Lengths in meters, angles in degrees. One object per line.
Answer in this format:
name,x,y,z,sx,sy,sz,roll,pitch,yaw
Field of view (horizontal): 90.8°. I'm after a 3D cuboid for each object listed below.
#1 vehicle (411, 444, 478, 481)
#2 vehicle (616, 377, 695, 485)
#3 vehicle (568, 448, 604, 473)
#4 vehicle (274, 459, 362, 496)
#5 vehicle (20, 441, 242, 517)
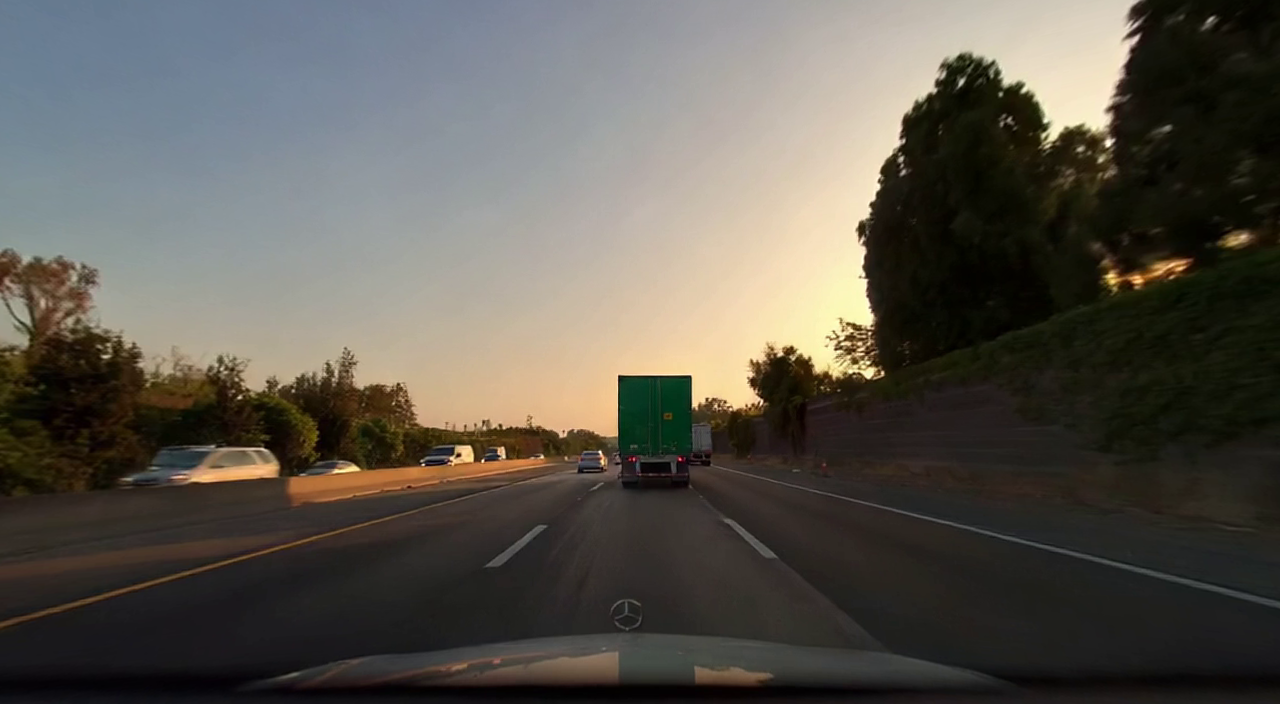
vehicle,-11.136,6.323,36.406,2.122,1.930,5.086,0,-9,1
vehicle,0.561,3.813,29.263,2.932,4.042,11.054,0,-9,0
vehicle,-3.556,7.265,42.396,2.012,1.521,4.227,0,-9,0
vehicle,-14.710,5.723,29.053,1.950,1.479,3.862,0,-9,1
vehicle,-19.212,4.755,24.652,2.571,2.376,7.455,-2,-8,-1
